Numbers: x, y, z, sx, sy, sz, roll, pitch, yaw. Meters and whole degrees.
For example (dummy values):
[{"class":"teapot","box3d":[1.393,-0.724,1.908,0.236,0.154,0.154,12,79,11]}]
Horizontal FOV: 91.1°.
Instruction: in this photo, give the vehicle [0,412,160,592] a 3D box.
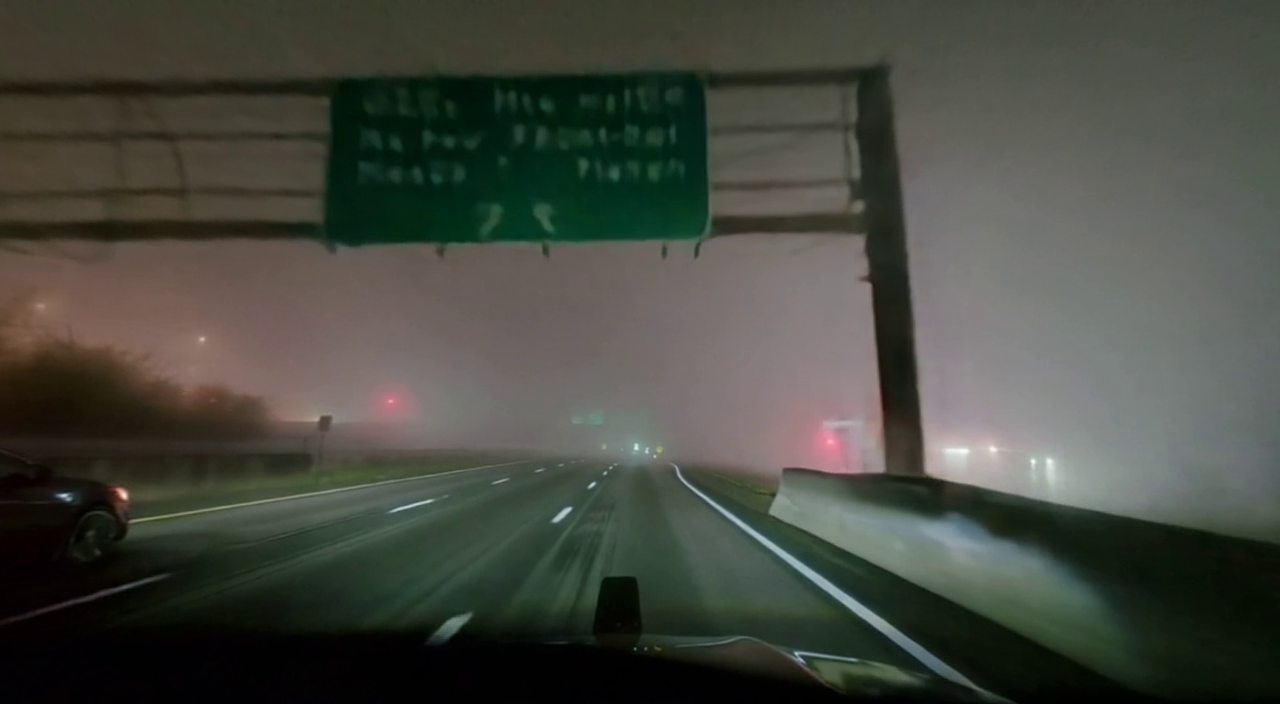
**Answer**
[{"class":"vehicle","box3d":[-6.696,1.270,5.132,2.034,1.578,4.488,0,-9,-1]}]
